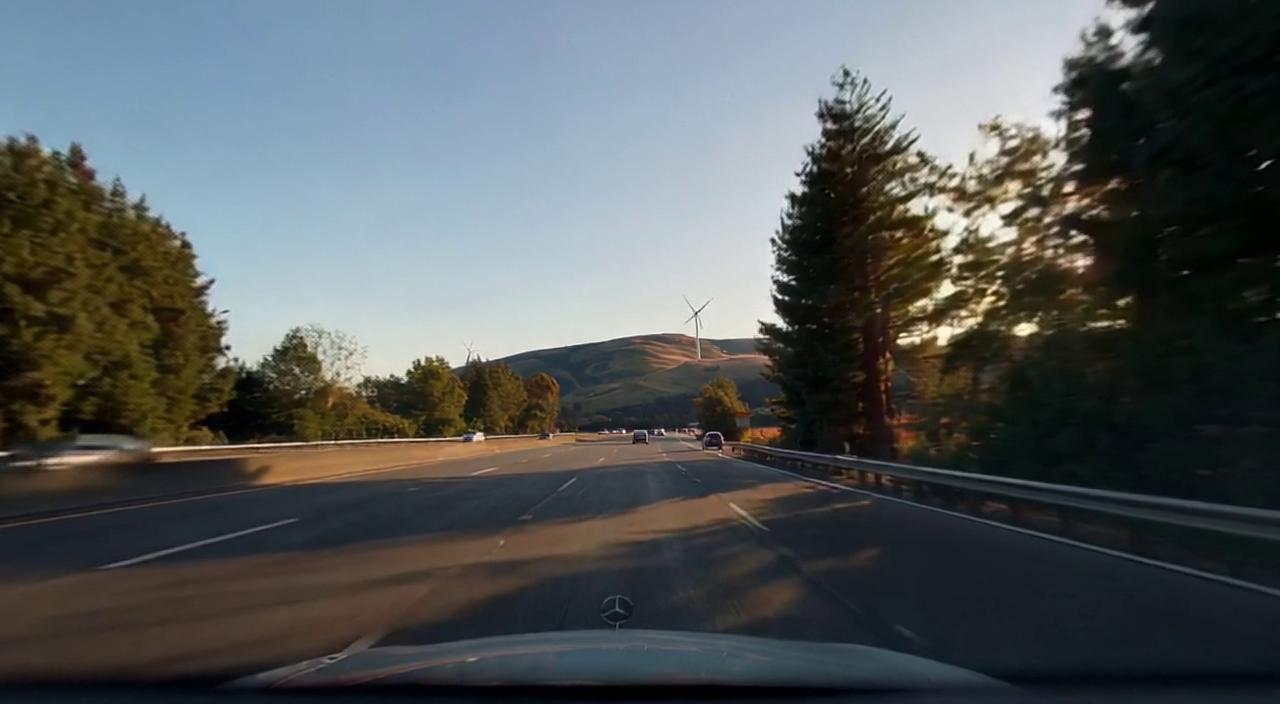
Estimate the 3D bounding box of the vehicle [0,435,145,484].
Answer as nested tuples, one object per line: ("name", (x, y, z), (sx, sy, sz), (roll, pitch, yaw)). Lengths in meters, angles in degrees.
("vehicle", (-19.321, 3.518, 21.098), (1.933, 1.467, 4.408), (0, -8, 0))
